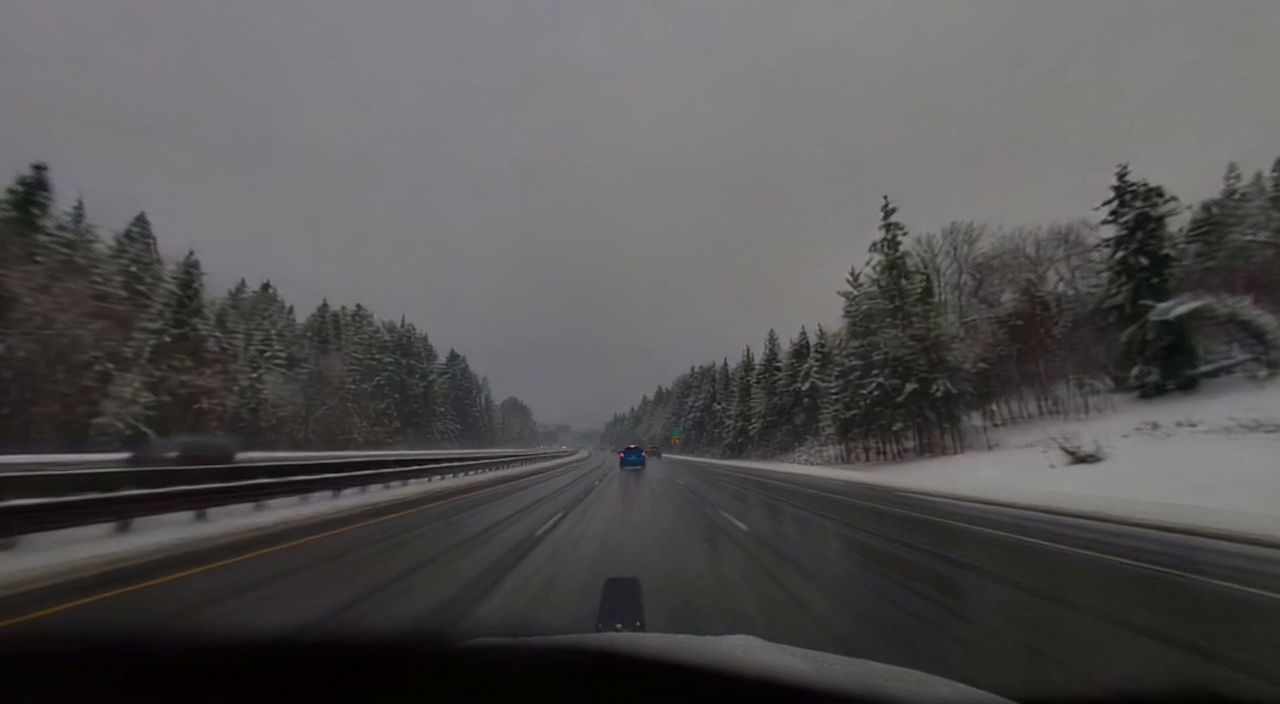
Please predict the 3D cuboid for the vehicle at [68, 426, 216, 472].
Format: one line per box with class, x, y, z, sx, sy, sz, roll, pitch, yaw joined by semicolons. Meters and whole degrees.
vehicle;-18.915;3.733;24.302;1.945;1.560;4.573;0;-9;0
